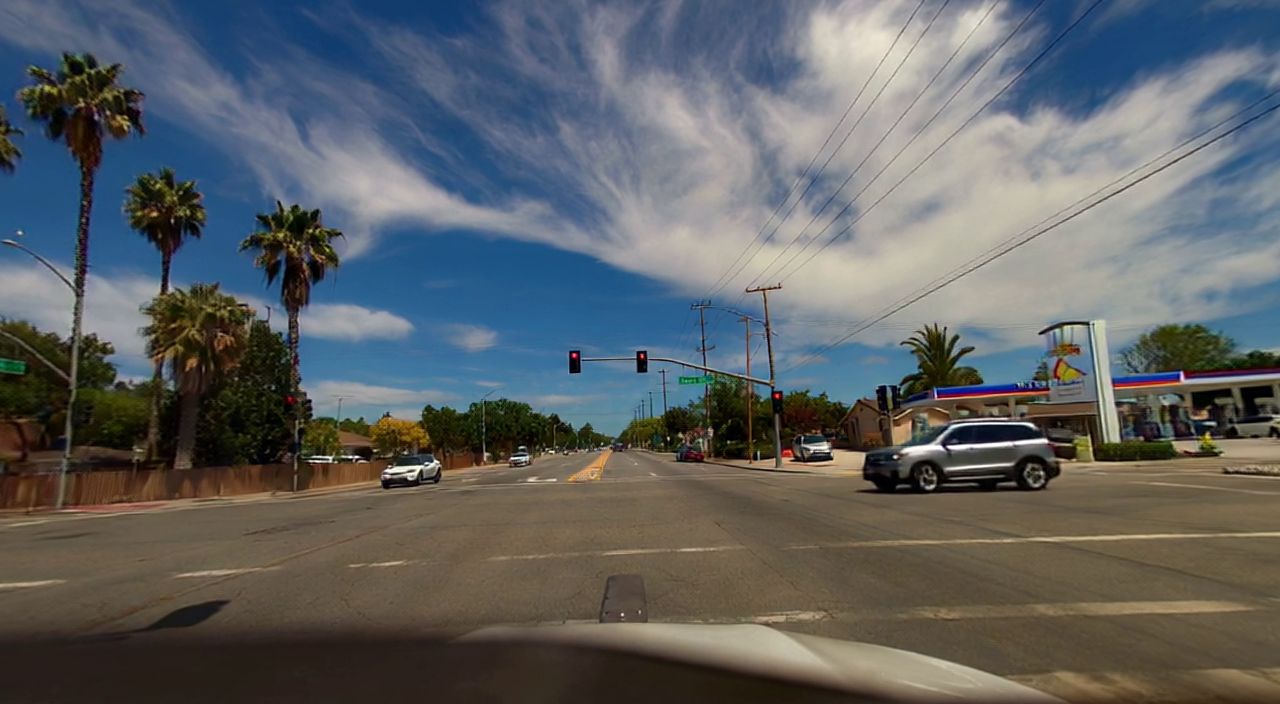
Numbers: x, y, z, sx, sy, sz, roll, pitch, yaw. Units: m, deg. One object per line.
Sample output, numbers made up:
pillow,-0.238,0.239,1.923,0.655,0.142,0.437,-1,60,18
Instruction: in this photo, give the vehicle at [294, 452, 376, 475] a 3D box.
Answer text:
vehicle,-20.943,7.672,43.516,4.672,1.469,1.816,-1,-9,-2

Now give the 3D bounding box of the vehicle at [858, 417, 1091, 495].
vehicle,8.500,2.638,16.266,5.086,1.817,1.952,1,-9,-11

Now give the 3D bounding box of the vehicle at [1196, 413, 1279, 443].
vehicle,38.301,4.789,39.971,4.488,1.447,1.765,-5,-8,-1

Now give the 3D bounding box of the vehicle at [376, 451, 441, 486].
vehicle,-13.050,6.553,35.945,2.009,1.777,4.559,0,-9,-1
